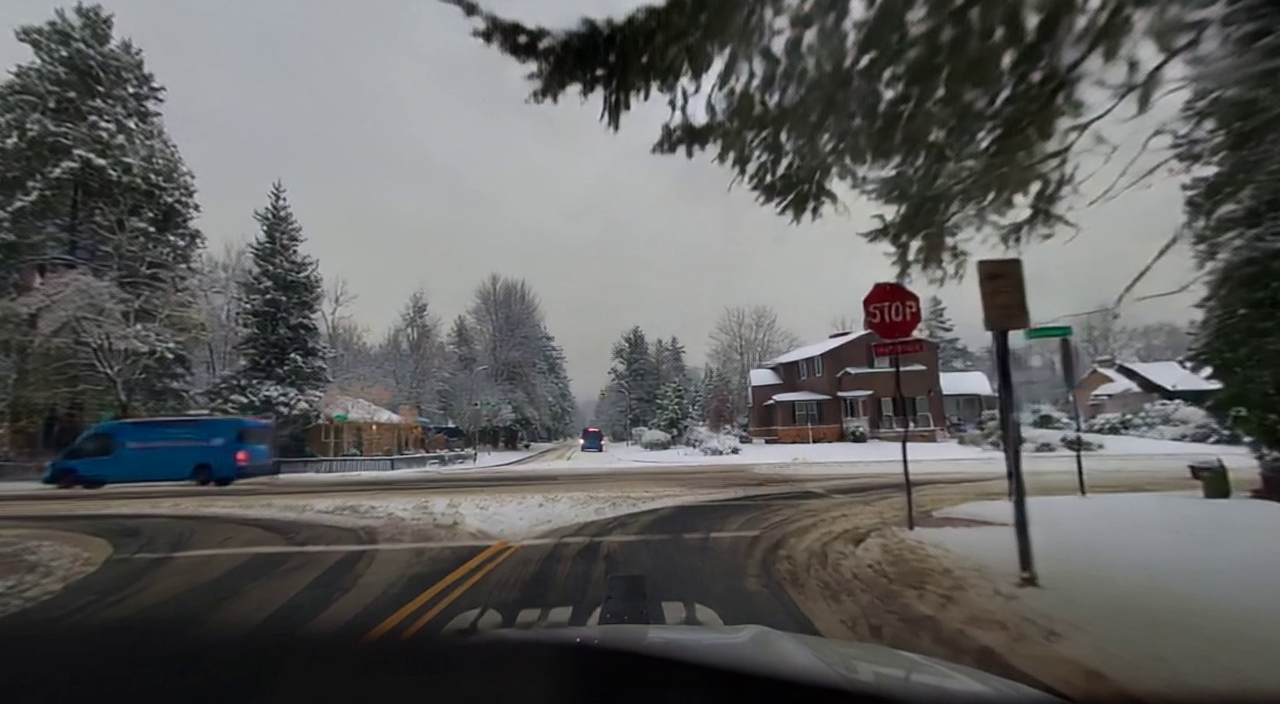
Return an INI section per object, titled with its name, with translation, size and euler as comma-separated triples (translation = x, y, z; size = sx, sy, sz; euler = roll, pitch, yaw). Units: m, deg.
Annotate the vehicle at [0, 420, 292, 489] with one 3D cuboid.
[vehicle]
translation = -15.084, 3.171, 19.671
size = 6.877, 1.941, 2.405
euler = 1, -8, -6
